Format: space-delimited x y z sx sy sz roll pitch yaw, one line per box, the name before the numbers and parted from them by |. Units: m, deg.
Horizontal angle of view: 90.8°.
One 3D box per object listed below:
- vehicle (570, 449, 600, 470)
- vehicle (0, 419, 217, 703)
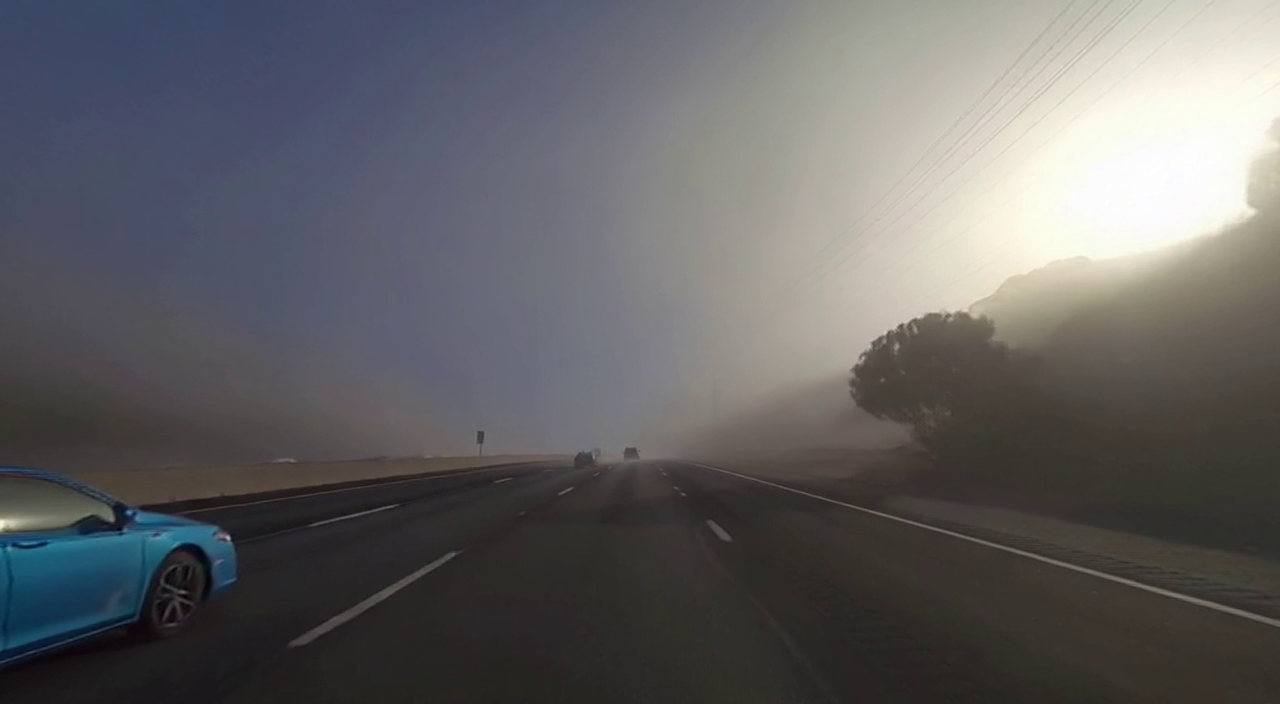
vehicle | -4.123 8.110 47.907 1.924 1.511 4.079 0 -9 0
vehicle | -4.184 0.940 2.150 2.064 1.489 4.966 0 -9 0
